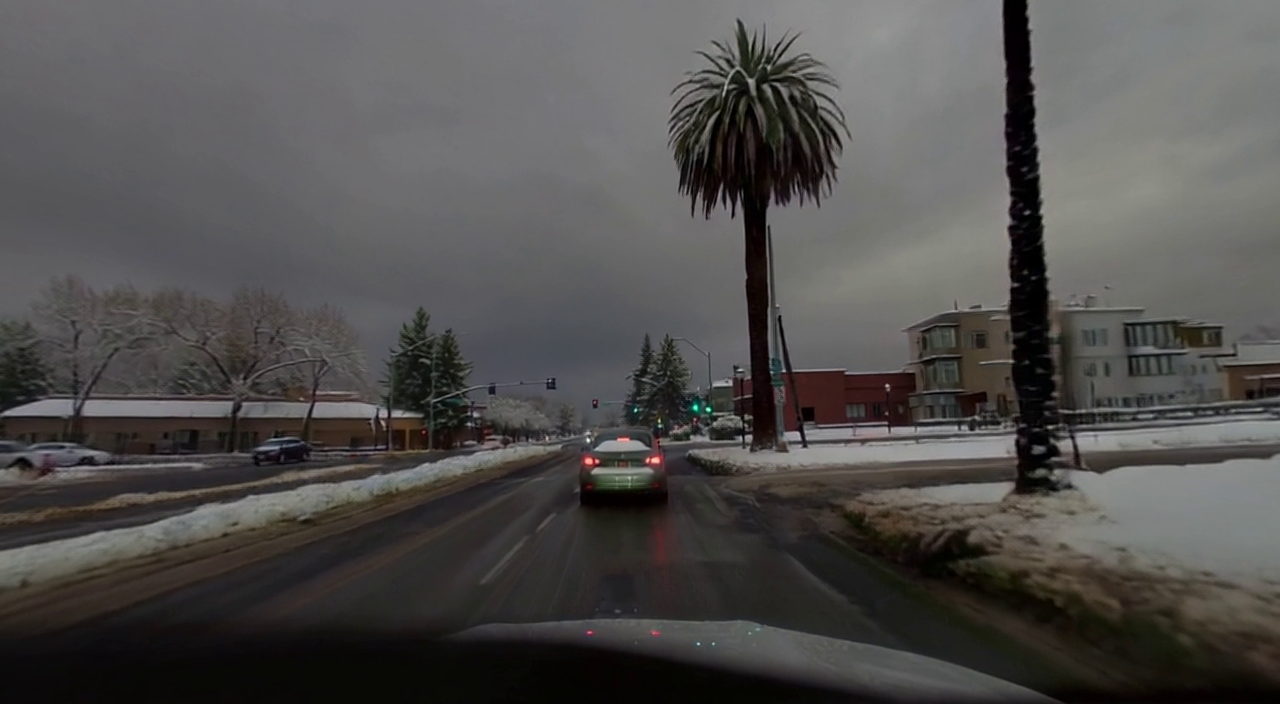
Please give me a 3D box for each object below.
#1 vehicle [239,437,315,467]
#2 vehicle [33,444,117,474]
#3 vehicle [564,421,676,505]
[{"bbox_3d":[-22.894,6.306,40.093,1.990,1.752,4.673,0,-8,0],"label":"vehicle"},{"bbox_3d":[-36.200,6.809,40.615,1.757,1.803,4.000,0,-8,-2],"label":"vehicle"},{"bbox_3d":[-0.358,2.324,13.617,2.060,1.526,3.859,0,-8,0],"label":"vehicle"}]
